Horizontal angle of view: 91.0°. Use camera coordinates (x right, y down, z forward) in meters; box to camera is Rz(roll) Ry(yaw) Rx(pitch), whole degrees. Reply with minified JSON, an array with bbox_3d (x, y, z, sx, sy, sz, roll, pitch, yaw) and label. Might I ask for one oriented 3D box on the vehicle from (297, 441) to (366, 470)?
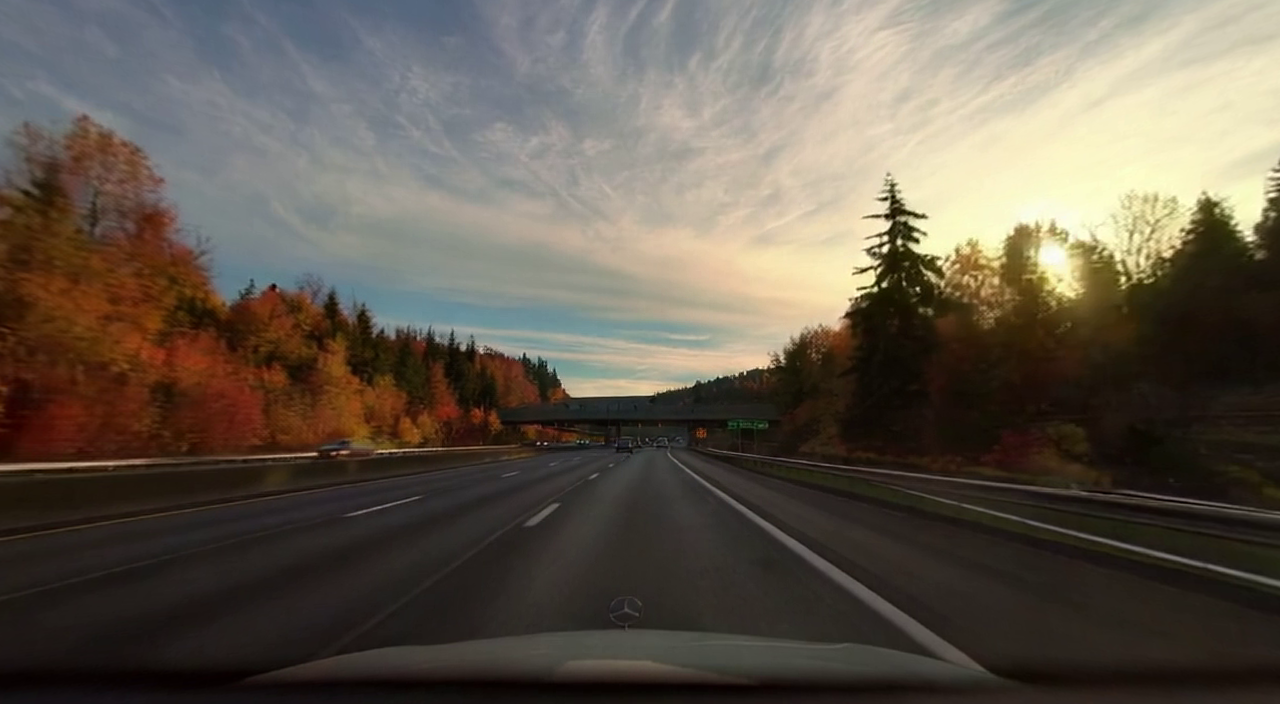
[{"bbox_3d":[-18.485,6.200,37.870,1.913,1.619,4.158,-1,-8,2],"label":"vehicle"}]
